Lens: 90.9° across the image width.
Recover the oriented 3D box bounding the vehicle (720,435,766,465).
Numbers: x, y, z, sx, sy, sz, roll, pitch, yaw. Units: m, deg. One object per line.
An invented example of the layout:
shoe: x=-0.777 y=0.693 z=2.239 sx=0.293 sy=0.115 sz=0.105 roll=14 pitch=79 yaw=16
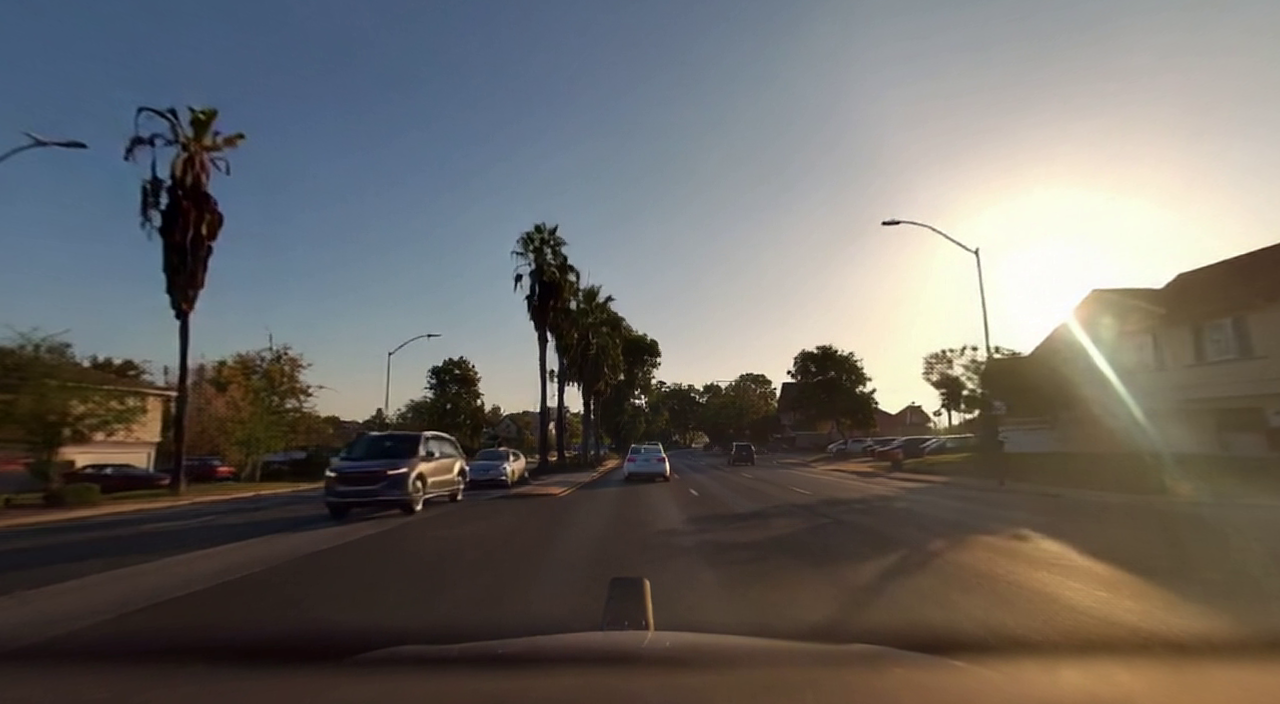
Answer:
vehicle: x=7.512 y=7.196 z=46.381 sx=2.436 sy=2.010 sz=5.595 roll=0 pitch=-8 yaw=0

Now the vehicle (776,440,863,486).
vehicle: x=6.390 y=3.986 z=22.957 sx=1.897 sy=1.477 sz=4.360 roll=0 pitch=-8 yaw=0

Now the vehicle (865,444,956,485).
vehicle: x=11.014 y=4.592 z=26.049 sx=1.854 sy=1.477 sz=4.525 roll=2 pitch=-9 yaw=1

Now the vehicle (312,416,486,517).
vehicle: x=-5.288 y=2.575 z=14.676 sx=2.193 sy=1.967 sz=4.600 roll=0 pitch=-8 yaw=0

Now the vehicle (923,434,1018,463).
vehicle: x=18.994 y=5.565 z=36.340 sx=4.368 sy=1.499 sz=1.828 roll=-2 pitch=-8 yaw=2

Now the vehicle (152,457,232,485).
vehicle: x=-26.641 y=7.062 z=37.666 sx=1.726 sy=1.442 sz=4.081 roll=0 pitch=-8 yaw=1

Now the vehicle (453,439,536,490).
vehicle: x=-5.236 y=4.108 z=23.347 sx=2.033 sy=1.658 sz=4.472 roll=-1 pitch=-8 yaw=0

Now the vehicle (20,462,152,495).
vehicle: x=-26.476 y=6.054 z=30.243 sx=4.548 sy=1.441 sz=1.946 roll=-1 pitch=-8 yaw=2

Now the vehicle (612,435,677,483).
vehicle: x=0.122 y=4.127 z=24.536 sx=2.289 sy=1.679 sz=4.180 roll=0 pitch=-8 yaw=-1
